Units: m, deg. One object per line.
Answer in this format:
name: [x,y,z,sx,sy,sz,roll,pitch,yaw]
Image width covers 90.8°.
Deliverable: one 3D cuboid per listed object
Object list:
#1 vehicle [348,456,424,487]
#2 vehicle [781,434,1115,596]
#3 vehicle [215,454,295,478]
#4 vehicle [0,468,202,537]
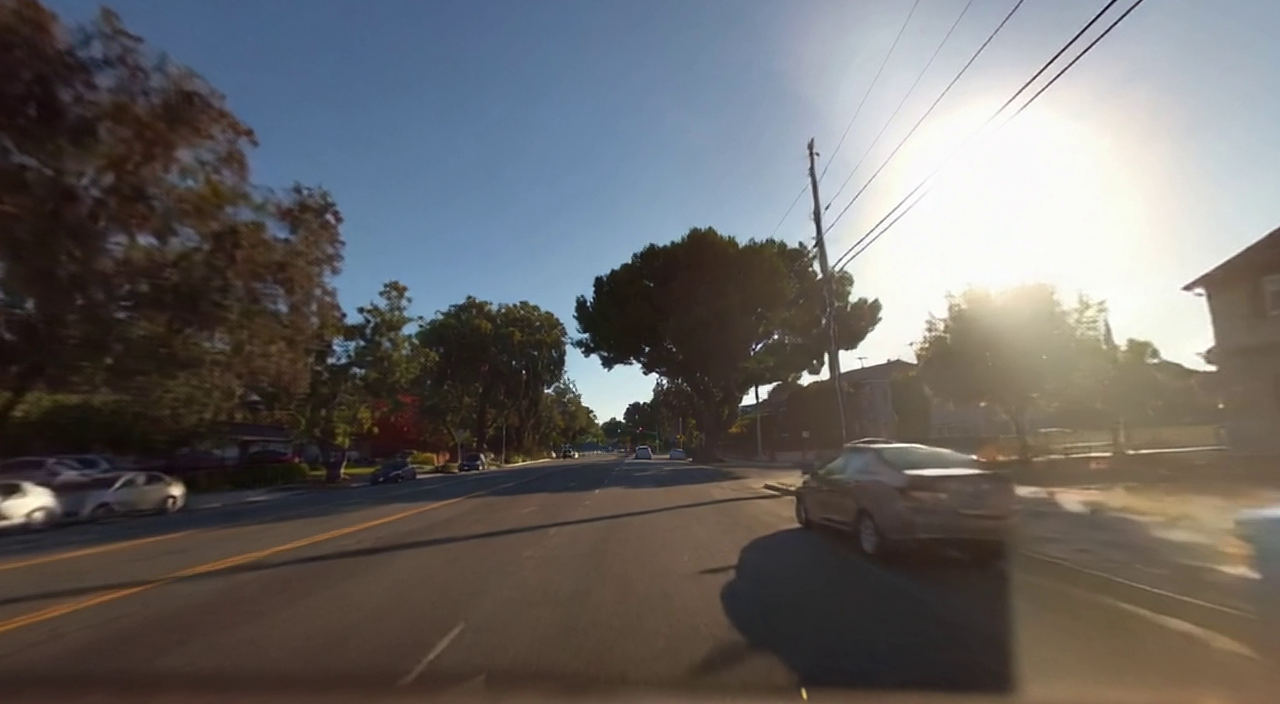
vehicle: [-13.624,6.428,34.241,1.901,1.481,4.636,-1,-9,4]
vehicle: [3.491,1.924,8.528,2.093,1.524,4.835,0,-8,0]
vehicle: [-24.185,7.187,39.780,3.894,1.459,1.638,1,-12,0]
vehicle: [-13.779,3.780,16.356,1.802,1.402,4.251,-1,-9,0]
